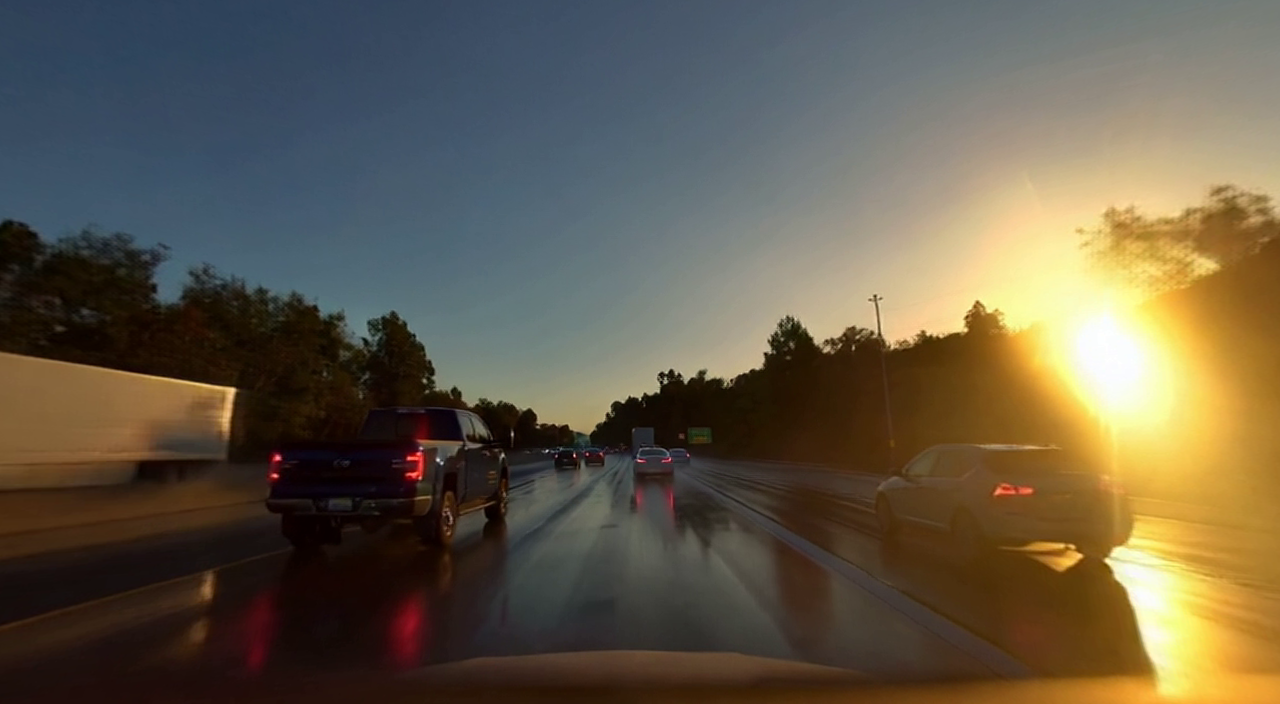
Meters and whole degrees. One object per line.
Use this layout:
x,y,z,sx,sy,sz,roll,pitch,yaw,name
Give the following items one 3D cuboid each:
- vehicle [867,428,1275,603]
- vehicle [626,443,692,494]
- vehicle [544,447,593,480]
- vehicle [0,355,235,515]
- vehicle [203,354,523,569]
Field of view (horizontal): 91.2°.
4.505,1.736,7.533,1.961,1.491,4.035,0,-9,-1,vehicle
0.564,3.946,21.571,2.015,1.526,4.286,0,-9,-1,vehicle
-3.544,5.596,31.783,1.940,1.502,4.463,0,-9,0,vehicle
-17.694,2.362,17.450,2.916,4.023,14.198,-1,-9,2,vehicle
-3.743,1.714,10.307,2.523,2.458,6.022,0,-9,0,vehicle
